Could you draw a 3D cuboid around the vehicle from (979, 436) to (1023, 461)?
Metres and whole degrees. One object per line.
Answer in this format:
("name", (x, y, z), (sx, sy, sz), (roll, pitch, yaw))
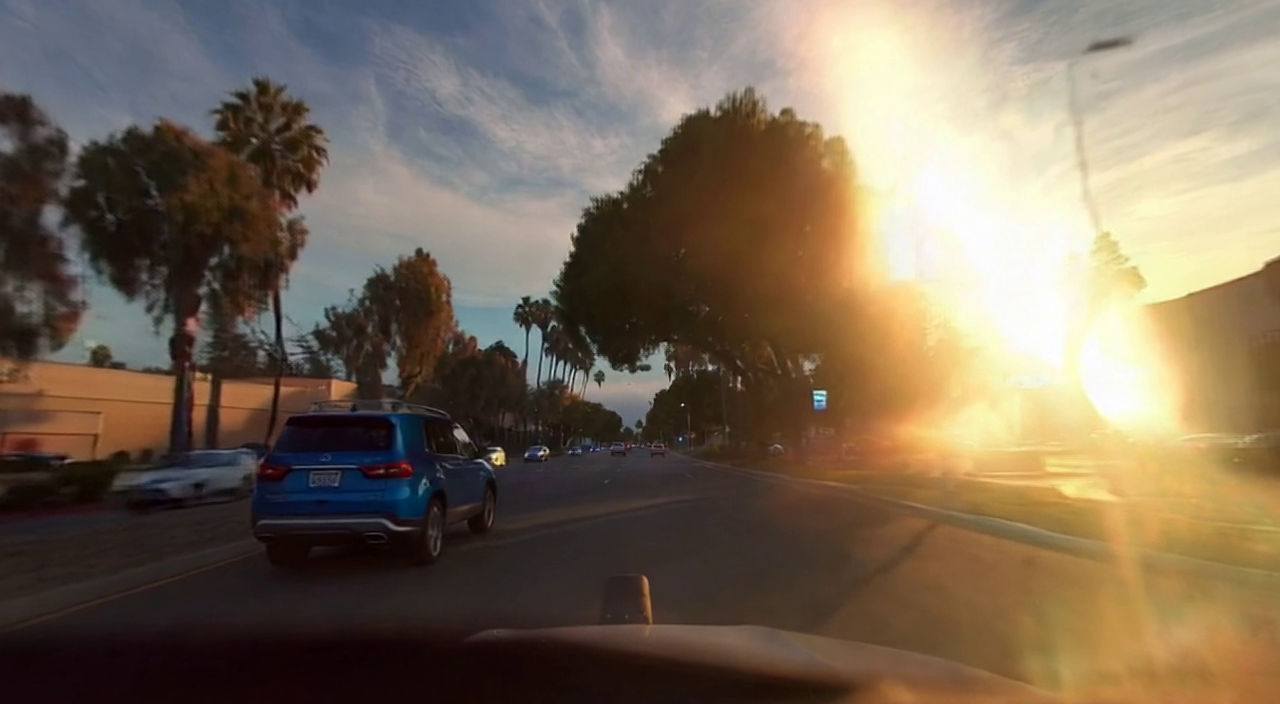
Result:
("vehicle", (27.052, 7.260, 47.408), (1.993, 1.806, 4.813), (-4, -9, 20))

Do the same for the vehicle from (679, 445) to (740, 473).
("vehicle", (3.983, 6.250, 37.060), (1.919, 1.472, 4.470), (2, -9, -17))

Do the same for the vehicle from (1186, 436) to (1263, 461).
("vehicle", (35.885, 5.953, 38.845), (1.815, 1.419, 4.726), (-4, -9, 22))

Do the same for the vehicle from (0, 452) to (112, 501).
("vehicle", (-25.134, 5.058, 25.855), (4.951, 1.852, 2.185), (5, -10, -33))

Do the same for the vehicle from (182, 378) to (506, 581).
("vehicle", (-3.399, 1.594, 8.539), (2.152, 1.987, 4.527), (0, -9, 0))

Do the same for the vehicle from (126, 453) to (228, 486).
("vehicle", (-25.507, 6.462, 34.941), (4.238, 1.584, 1.949), (4, -9, -28))

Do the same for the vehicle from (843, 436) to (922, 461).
("vehicle", (16.809, 6.720, 43.775), (4.705, 1.630, 1.887), (-6, -10, 32))

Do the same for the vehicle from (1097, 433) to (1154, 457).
("vehicle", (34.284, 6.621, 44.627), (1.982, 1.611, 4.314), (-4, -9, 21))
